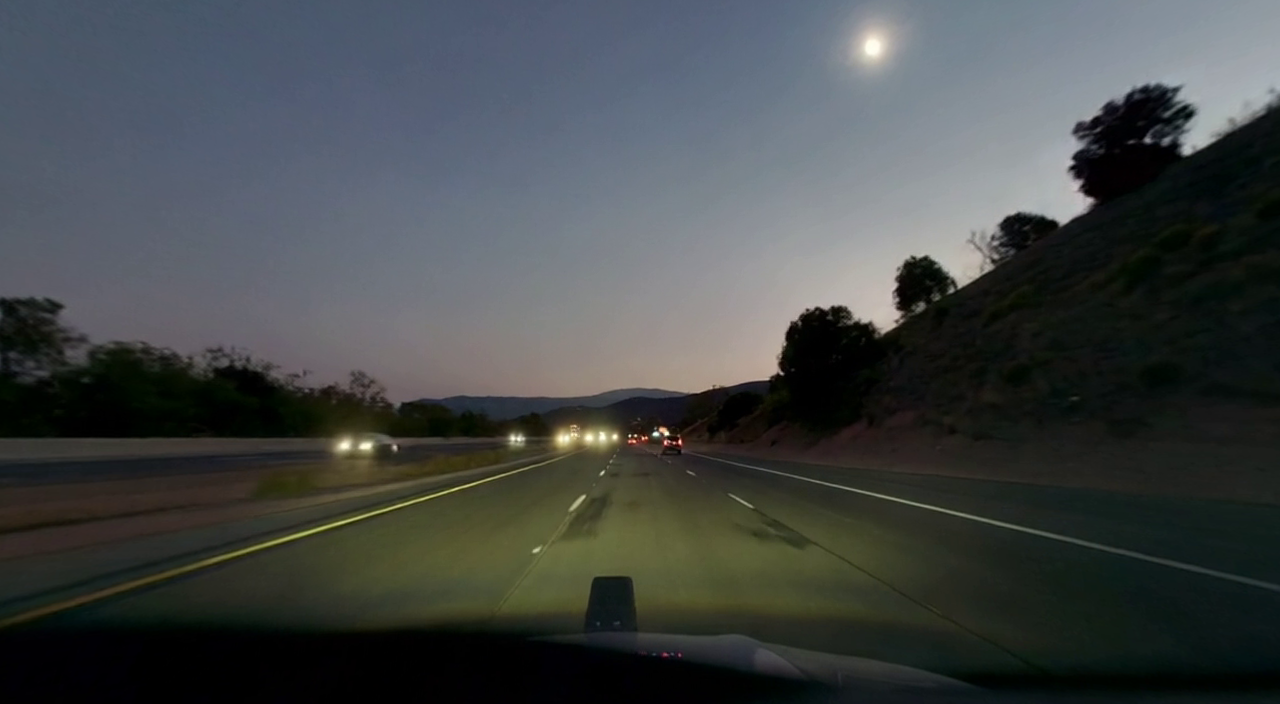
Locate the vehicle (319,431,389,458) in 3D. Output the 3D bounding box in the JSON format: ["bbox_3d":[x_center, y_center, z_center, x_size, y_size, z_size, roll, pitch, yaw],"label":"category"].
[{"bbox_3d":[-16.850,5.450,37.331,2.007,1.465,4.626,0,-8,-1],"label":"vehicle"}]
